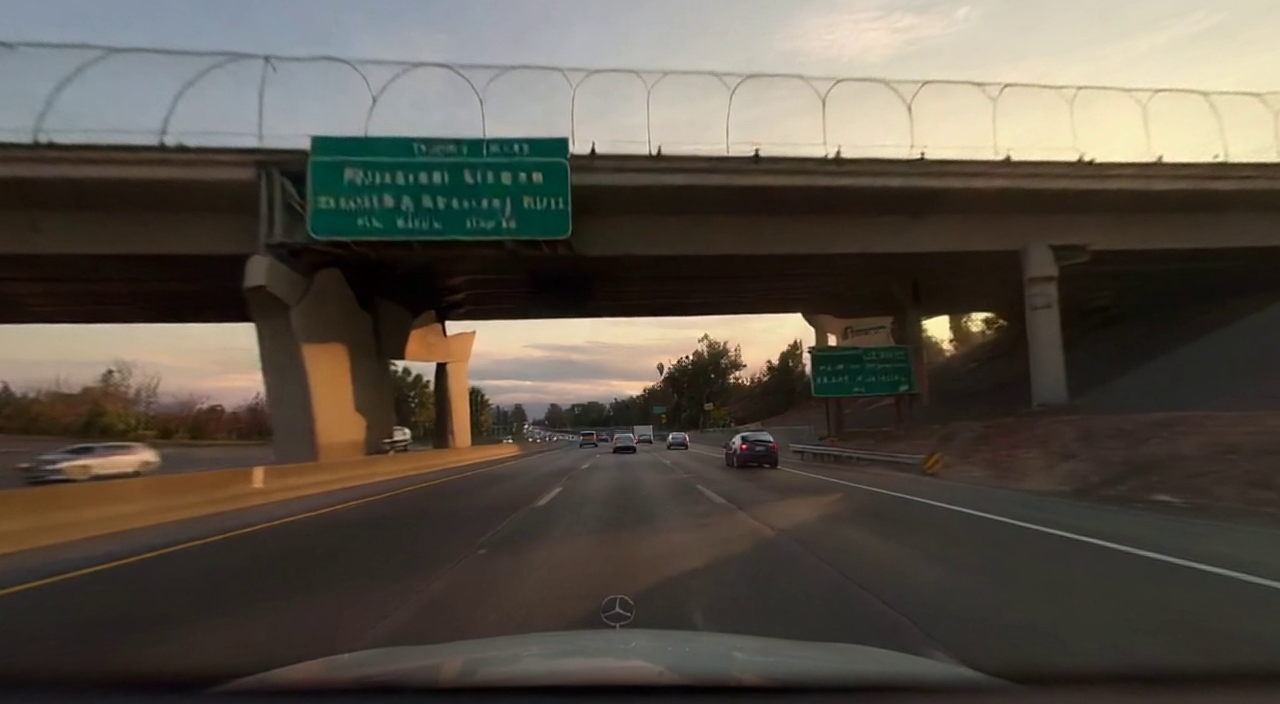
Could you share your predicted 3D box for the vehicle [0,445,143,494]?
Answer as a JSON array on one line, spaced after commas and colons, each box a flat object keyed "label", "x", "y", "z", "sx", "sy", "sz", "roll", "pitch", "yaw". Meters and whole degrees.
[{"label": "vehicle", "x": -21.354, "y": 4.369, "z": 23.845, "sx": 1.798, "sy": 1.613, "sz": 4.065, "roll": 0, "pitch": -8, "yaw": -1}]

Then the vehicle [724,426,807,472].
[{"label": "vehicle", "x": 4.437, "y": 3.477, "z": 22.986, "sx": 2.056, "sy": 1.508, "sz": 4.093, "roll": 0, "pitch": -8, "yaw": -2}]

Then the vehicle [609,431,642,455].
[{"label": "vehicle", "x": -0.925, "y": 5.730, "z": 40.000, "sx": 1.987, "sy": 1.440, "sz": 3.565, "roll": 0, "pitch": -8, "yaw": -1}]

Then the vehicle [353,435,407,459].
[{"label": "vehicle", "x": -17.573, "y": 6.426, "z": 42.847, "sx": 1.864, "sy": 1.517, "sz": 4.304, "roll": 0, "pitch": -8, "yaw": -1}]
